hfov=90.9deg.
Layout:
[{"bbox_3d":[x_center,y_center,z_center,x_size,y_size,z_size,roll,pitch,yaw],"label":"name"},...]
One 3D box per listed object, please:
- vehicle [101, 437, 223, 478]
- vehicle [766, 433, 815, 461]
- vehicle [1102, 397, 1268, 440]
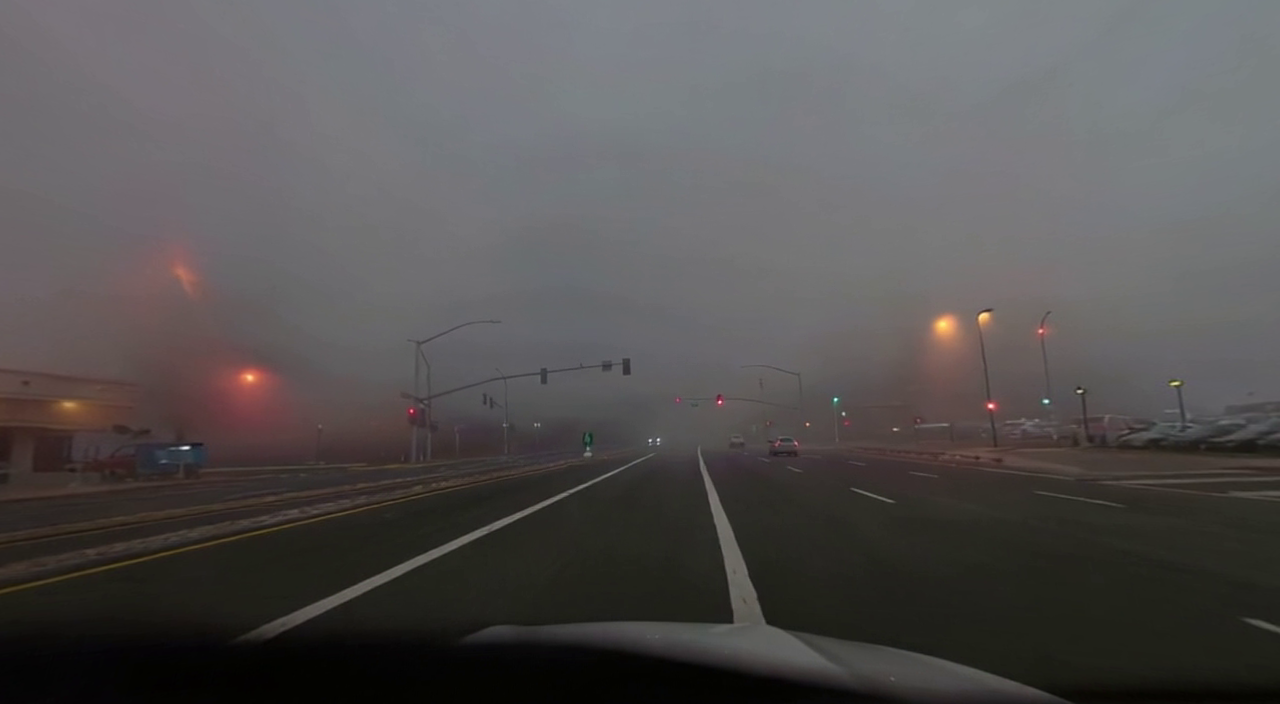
[{"bbox_3d":[-27.756,6.113,36.939,2.298,2.186,5.973,0,-8,2],"label":"vehicle"},{"bbox_3d":[8.677,5.517,36.729,2.038,1.528,4.259,-1,-8,4],"label":"vehicle"},{"bbox_3d":[30.391,3.763,35.375,6.608,2.249,2.726,-1,-8,3],"label":"vehicle"}]
